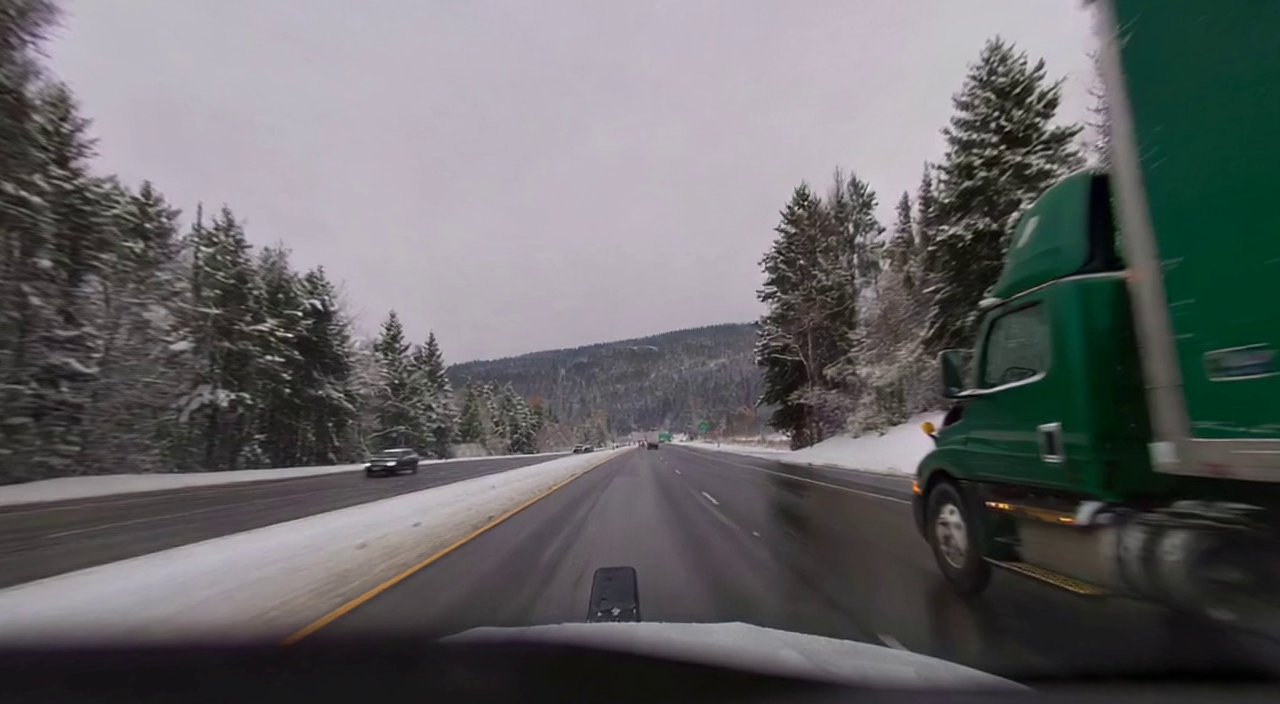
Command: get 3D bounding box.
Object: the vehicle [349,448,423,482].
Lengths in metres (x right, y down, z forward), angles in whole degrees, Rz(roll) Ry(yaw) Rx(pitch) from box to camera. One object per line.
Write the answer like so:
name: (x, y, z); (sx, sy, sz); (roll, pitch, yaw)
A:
vehicle: (-12.462, 5.548, 31.219); (1.943, 1.482, 4.376); (0, -8, -1)

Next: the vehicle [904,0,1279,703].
vehicle: (4.142, -0.300, 2.816); (2.981, 4.058, 6.276); (0, -8, -1)
